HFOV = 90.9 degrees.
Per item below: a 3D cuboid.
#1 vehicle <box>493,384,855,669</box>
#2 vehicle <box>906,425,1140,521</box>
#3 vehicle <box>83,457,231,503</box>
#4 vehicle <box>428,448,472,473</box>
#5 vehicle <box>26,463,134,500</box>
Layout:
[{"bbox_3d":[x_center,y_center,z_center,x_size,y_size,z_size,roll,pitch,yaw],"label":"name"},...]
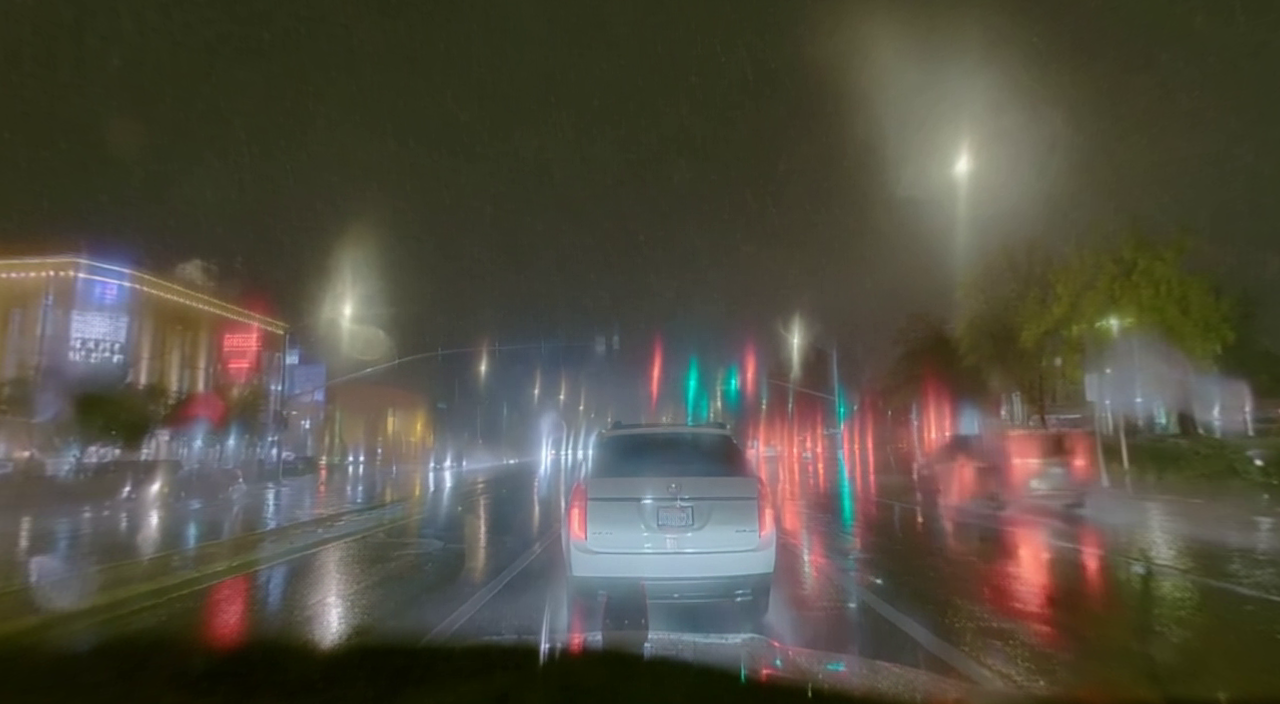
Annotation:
[{"bbox_3d":[0.201,1.311,5.735,2.125,1.669,3.880,0,-8,0],"label":"vehicle"},{"bbox_3d":[6.973,2.237,12.141,1.900,1.507,4.151,0,-8,0],"label":"vehicle"},{"bbox_3d":[-20.201,5.286,26.510,4.608,1.659,1.981,8,-12,-44],"label":"vehicle"},{"bbox_3d":[-13.897,7.908,46.260,1.965,1.695,4.284,0,-8,-1],"label":"vehicle"},{"bbox_3d":[-28.640,6.622,32.431,2.018,1.716,4.042,-1,-10,-5],"label":"vehicle"}]
